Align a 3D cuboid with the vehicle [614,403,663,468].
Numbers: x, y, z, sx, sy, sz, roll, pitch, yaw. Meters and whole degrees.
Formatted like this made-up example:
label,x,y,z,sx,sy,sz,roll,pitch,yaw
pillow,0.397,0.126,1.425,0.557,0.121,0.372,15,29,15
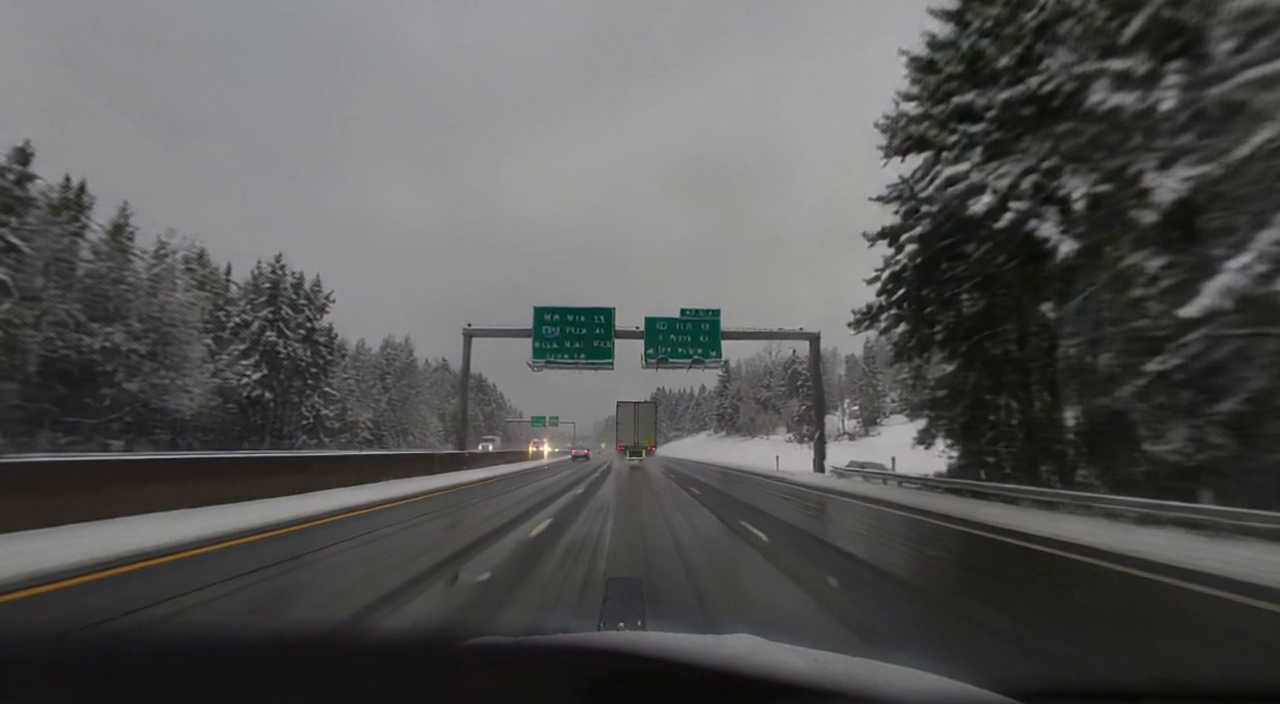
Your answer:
label,x,y,z,sx,sy,sz,roll,pitch,yaw
vehicle,-0.265,5.869,43.541,2.962,3.953,10.696,0,-9,-2
